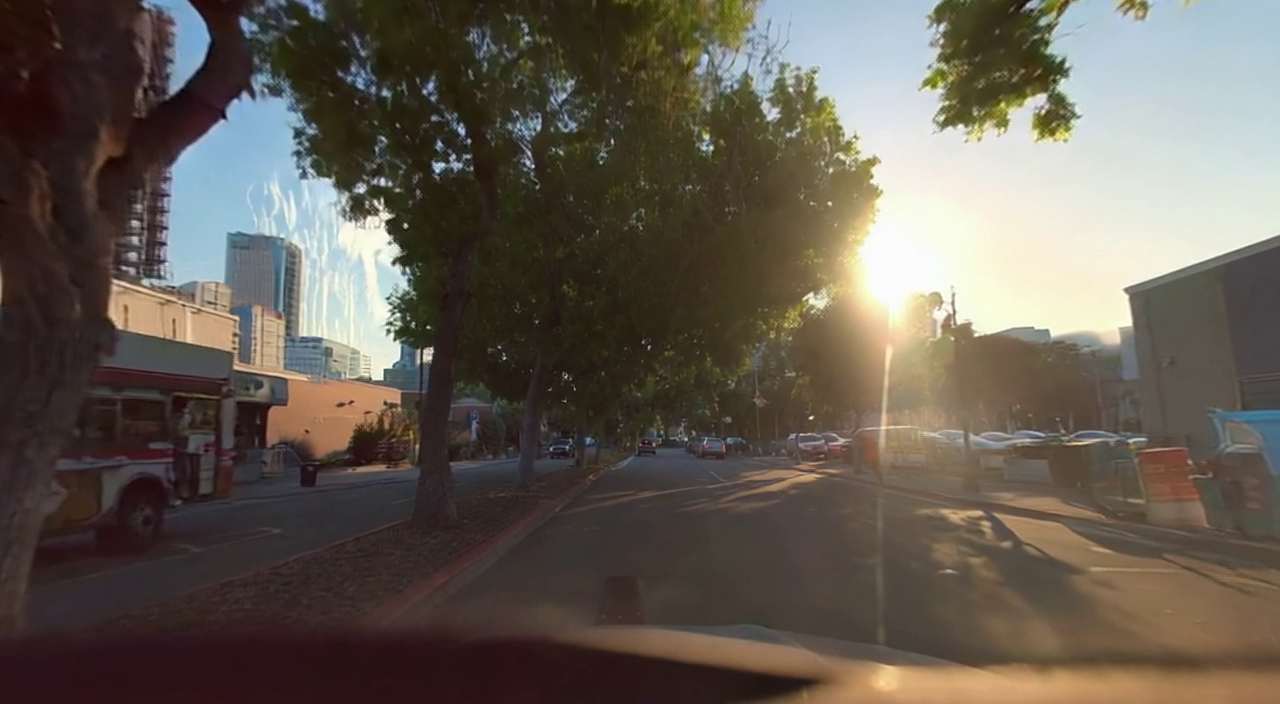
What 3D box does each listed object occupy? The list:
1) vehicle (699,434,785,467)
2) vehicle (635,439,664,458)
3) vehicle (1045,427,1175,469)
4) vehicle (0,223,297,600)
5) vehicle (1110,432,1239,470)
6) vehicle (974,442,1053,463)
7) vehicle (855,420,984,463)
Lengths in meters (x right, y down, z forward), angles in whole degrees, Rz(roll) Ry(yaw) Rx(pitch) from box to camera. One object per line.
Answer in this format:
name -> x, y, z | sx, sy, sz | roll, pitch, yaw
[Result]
vehicle -> 5.812, 5.561, 35.735 | 4.626, 1.723, 1.939 | 5, -10, -32
vehicle -> 0.702, 7.460, 48.858 | 2.046, 1.445, 4.001 | 0, -8, -2
vehicle -> 26.403, 5.402, 35.633 | 5.596, 2.168, 2.307 | 2, -8, -3
vehicle -> -7.026, 0.697, 6.576 | 2.968, 3.222, 7.036 | -1, -8, -1
vehicle -> 27.152, 5.043, 32.217 | 4.591, 1.808, 2.016 | 0, -8, 1
vehicle -> 27.226, 7.339, 46.105 | 4.558, 1.452, 1.790 | 0, -8, 0
vehicle -> 14.324, 4.620, 32.672 | 5.540, 2.045, 2.259 | 0, -8, -1
